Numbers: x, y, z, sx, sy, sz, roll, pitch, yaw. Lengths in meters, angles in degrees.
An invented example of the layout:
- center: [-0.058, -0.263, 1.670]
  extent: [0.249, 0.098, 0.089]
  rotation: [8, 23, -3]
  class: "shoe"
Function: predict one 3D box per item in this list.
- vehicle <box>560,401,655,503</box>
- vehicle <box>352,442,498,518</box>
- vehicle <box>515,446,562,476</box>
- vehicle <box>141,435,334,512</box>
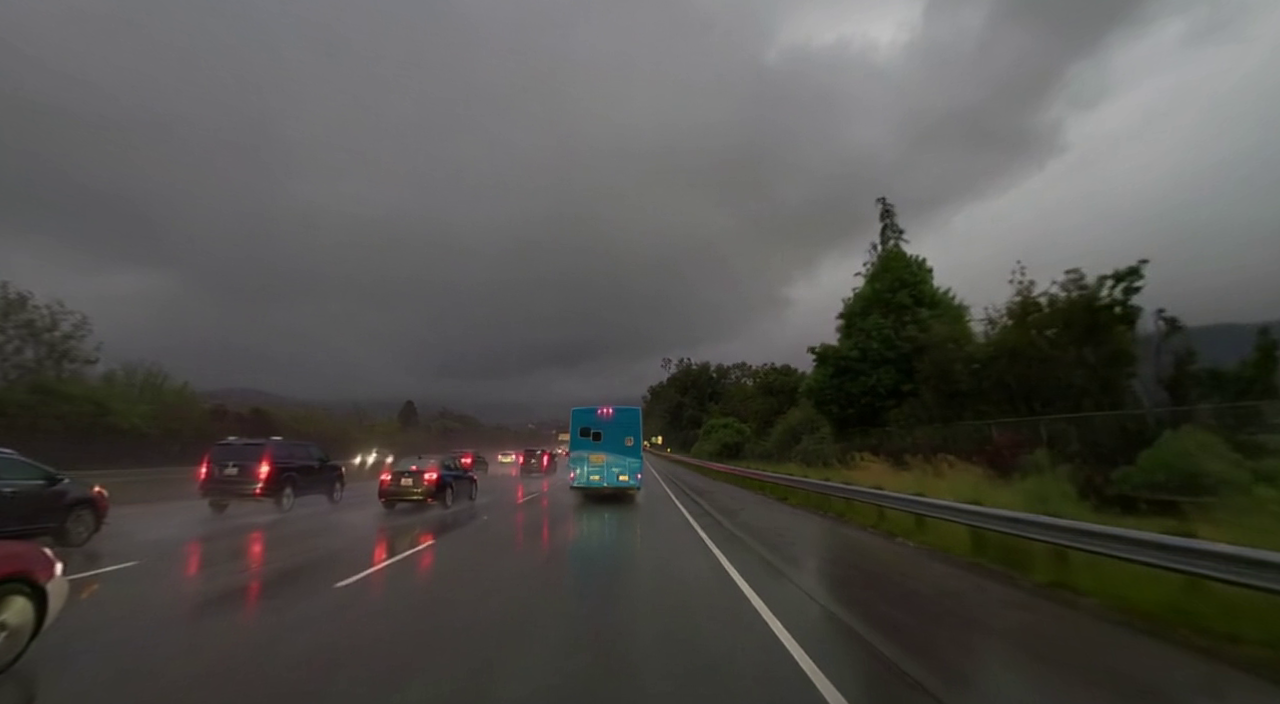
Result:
- center: [-0.835, 2.934, 18.616]
  extent: [2.394, 2.556, 5.232]
  rotation: [0, -9, 0]
  class: "vehicle"
- center: [-4.671, 2.821, 14.353]
  extent: [1.876, 1.438, 4.072]
  rotation: [0, -9, 0]
  class: "vehicle"
- center: [-5.240, 5.662, 32.799]
  extent: [1.872, 1.480, 3.545]
  rotation: [0, -9, 0]
  class: "vehicle"
- center: [-9.708, 2.947, 15.692]
  extent: [2.010, 1.621, 4.252]
  rotation: [0, -9, -1]
  class: "vehicle"
